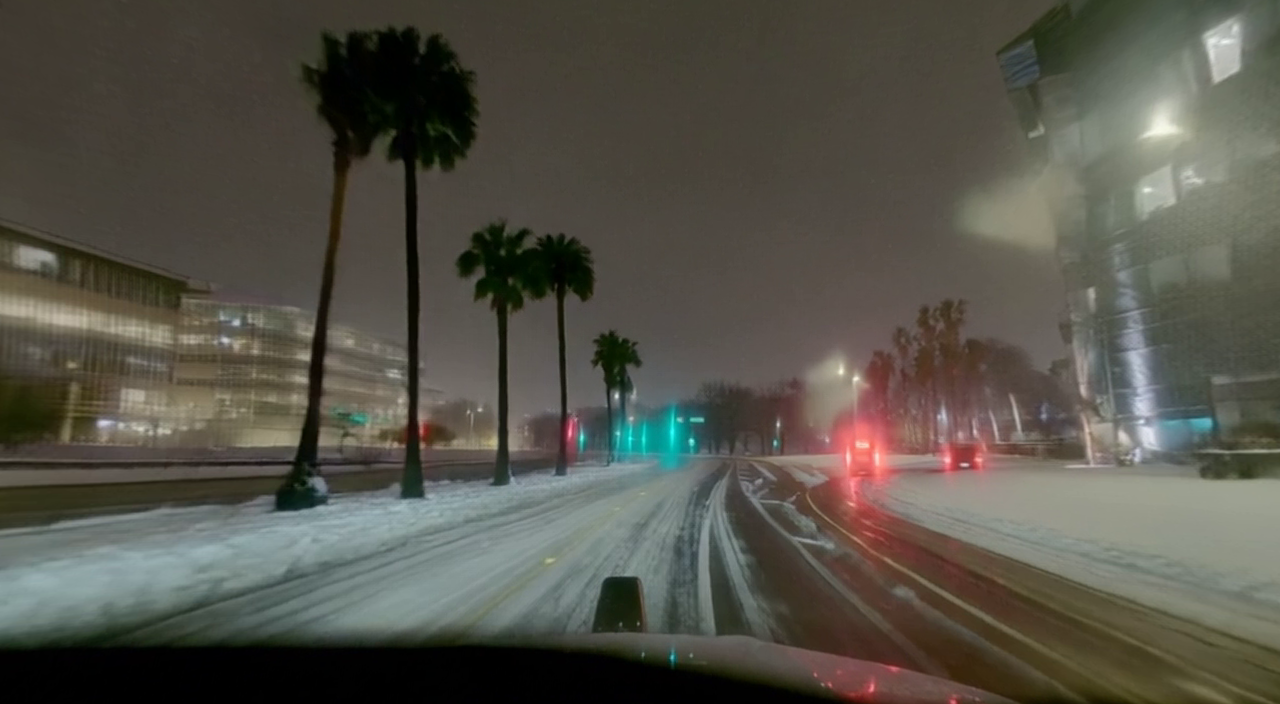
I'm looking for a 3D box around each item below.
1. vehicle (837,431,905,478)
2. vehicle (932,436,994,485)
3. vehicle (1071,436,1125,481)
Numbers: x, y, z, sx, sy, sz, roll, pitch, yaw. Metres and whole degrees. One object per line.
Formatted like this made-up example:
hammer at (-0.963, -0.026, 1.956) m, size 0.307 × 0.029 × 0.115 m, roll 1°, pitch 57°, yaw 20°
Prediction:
vehicle at (11.628, 5.141, 31.878) m, size 1.813 × 2.150 × 3.038 m, roll 2°, pitch -7°, yaw -13°
vehicle at (16.045, 5.395, 31.408) m, size 2.219 × 2.342 × 1.744 m, roll -1°, pitch -10°, yaw 10°
vehicle at (33.817, 7.929, 46.497) m, size 2.645 × 2.817 × 3.475 m, roll -11°, pitch -19°, yaw 37°
